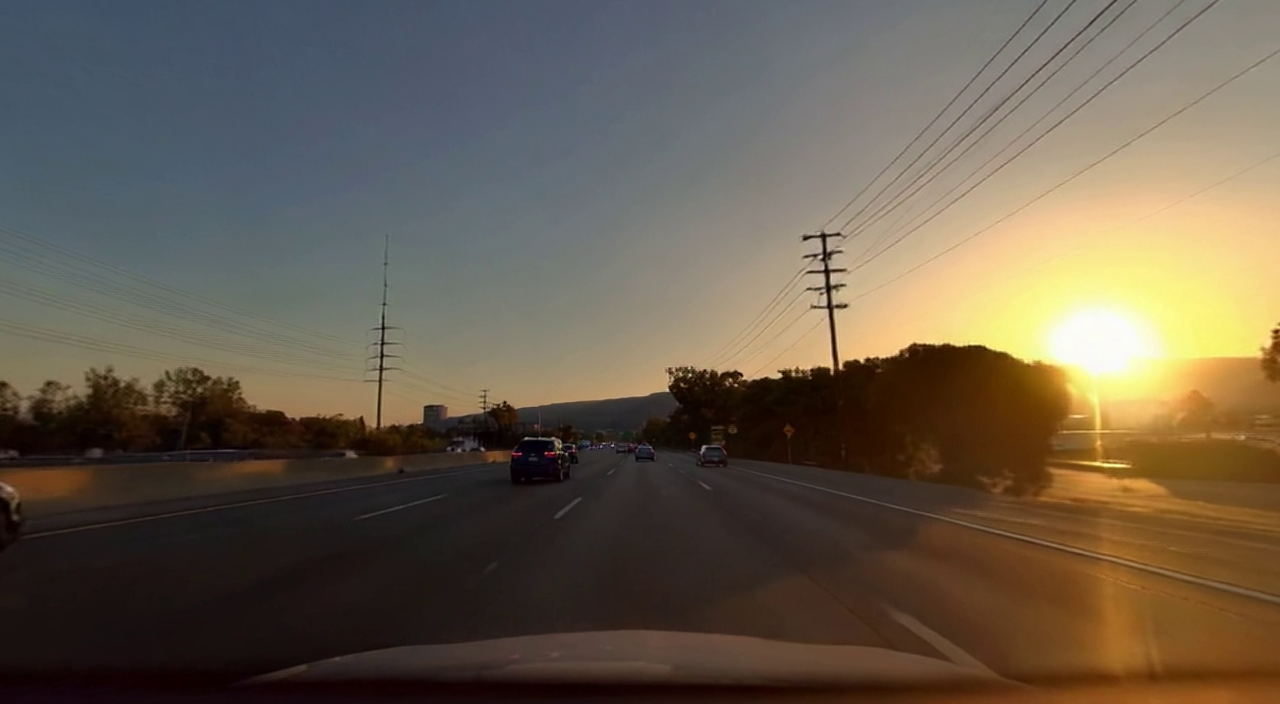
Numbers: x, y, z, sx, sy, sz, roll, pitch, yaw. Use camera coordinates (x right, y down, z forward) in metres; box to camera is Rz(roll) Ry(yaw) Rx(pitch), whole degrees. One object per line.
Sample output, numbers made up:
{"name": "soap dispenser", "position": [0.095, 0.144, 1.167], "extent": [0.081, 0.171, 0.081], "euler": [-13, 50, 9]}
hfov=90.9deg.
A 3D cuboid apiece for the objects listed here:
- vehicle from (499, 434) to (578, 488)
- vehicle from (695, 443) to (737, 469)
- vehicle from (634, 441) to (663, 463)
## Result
{"name": "vehicle", "position": [-3.401, 3.738, 21.936], "extent": [1.961, 1.704, 4.052], "euler": [0, -8, 1]}
{"name": "vehicle", "position": [4.465, 6.171, 37.647], "extent": [1.964, 1.479, 4.252], "euler": [0, -8, -1]}
{"name": "vehicle", "position": [0.652, 7.896, 49.798], "extent": [2.156, 1.647, 3.987], "euler": [0, -8, 0]}
